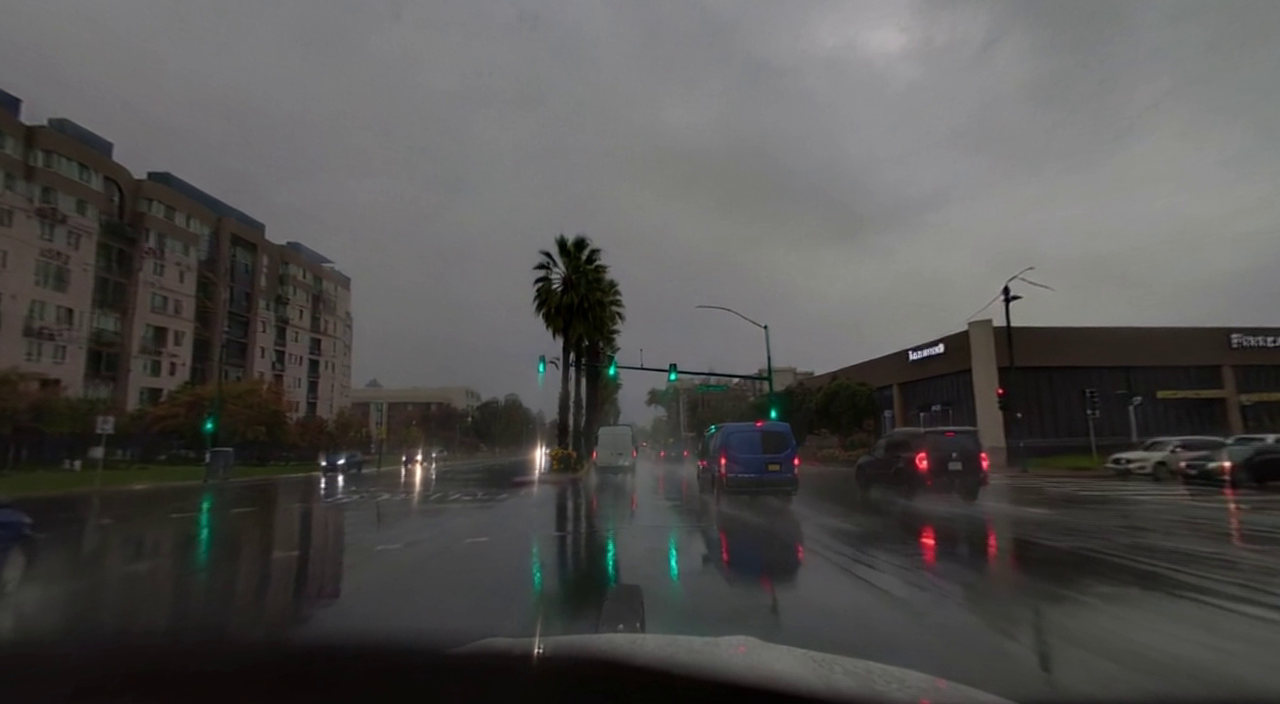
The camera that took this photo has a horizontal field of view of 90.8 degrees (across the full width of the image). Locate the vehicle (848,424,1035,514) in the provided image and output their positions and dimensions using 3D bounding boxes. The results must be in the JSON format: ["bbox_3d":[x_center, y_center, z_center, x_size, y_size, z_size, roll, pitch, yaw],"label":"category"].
[{"bbox_3d":[6.813,2.683,14.968,2.023,1.771,4.488,0,-8,-3],"label":"vehicle"}]

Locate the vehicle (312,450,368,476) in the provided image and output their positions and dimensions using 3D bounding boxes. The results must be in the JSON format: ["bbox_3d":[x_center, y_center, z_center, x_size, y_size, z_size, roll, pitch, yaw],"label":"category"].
[{"bbox_3d":[-22.705,8.388,47.982,1.957,1.753,4.464,-1,-8,2],"label":"vehicle"}]

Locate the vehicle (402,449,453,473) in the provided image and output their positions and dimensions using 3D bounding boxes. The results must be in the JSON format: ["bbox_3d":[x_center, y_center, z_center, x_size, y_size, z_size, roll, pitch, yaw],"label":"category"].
[{"bbox_3d":[-14.772,7.581,44.159,2.067,1.435,4.558,0,-8,-1],"label":"vehicle"}]

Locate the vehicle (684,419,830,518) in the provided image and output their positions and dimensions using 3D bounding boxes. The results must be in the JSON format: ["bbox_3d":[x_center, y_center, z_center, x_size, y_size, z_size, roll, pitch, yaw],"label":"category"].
[{"bbox_3d":[2.385,2.543,14.322,2.200,1.847,4.618,0,-8,-3],"label":"vehicle"}]

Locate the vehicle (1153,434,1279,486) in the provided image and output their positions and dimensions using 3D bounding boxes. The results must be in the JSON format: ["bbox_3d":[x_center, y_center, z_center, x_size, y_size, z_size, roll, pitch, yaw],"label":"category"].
[{"bbox_3d":[21.214,3.779,22.341,4.442,1.671,2.177,1,-9,-9],"label":"vehicle"}]

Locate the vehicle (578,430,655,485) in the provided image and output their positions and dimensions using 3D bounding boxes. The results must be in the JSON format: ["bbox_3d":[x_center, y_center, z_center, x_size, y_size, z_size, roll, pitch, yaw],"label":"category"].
[{"bbox_3d":[-0.969,4.341,26.315,2.848,1.991,5.706,0,-8,-2],"label":"vehicle"}]
